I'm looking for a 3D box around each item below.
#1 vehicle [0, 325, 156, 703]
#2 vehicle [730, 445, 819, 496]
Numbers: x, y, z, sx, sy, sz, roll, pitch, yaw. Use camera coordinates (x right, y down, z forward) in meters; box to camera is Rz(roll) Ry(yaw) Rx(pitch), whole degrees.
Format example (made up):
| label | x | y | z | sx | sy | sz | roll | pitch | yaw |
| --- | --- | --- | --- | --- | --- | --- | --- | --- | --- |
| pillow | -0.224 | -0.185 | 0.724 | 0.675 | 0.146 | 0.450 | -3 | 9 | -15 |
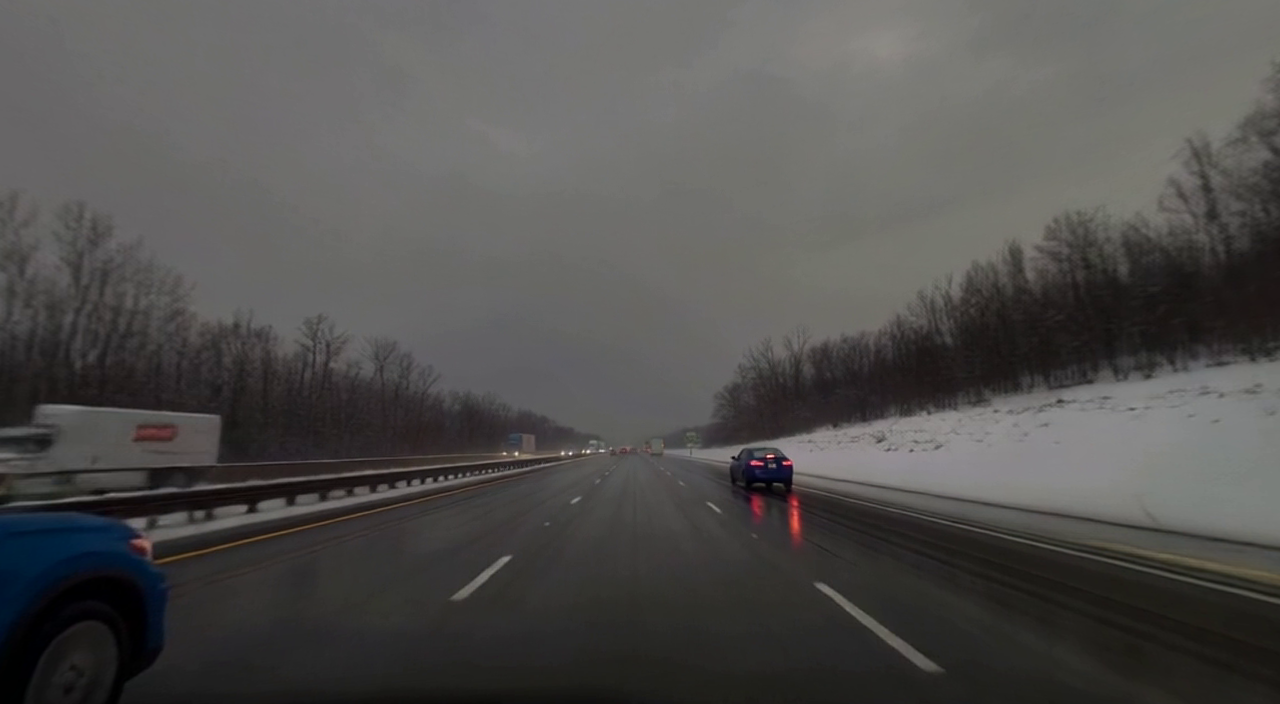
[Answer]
| label | x | y | z | sx | sy | sz | roll | pitch | yaw |
| --- | --- | --- | --- | --- | --- | --- | --- | --- | --- |
| vehicle | -3.138 | 0.514 | 0.289 | 2.277 | 1.695 | 4.475 | 0 | -9 | -1 |
| vehicle | 4.268 | 3.822 | 20.698 | 1.967 | 1.472 | 3.751 | 0 | -9 | -2 |
